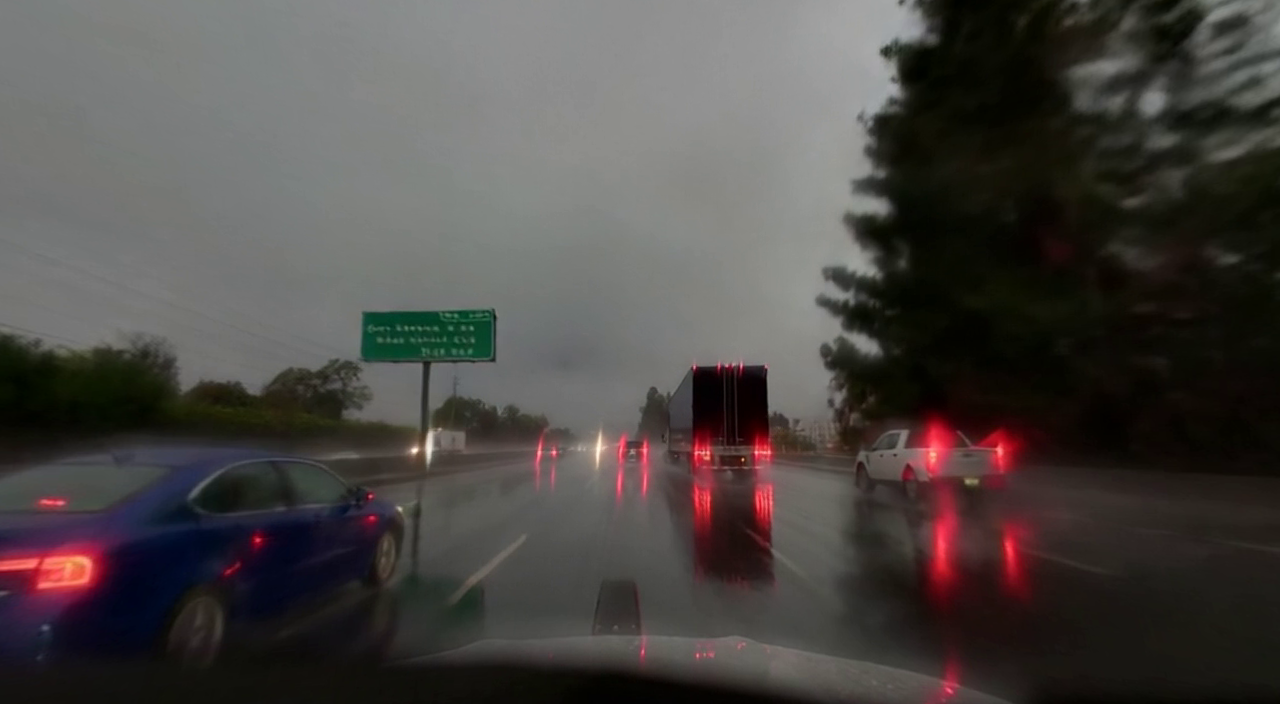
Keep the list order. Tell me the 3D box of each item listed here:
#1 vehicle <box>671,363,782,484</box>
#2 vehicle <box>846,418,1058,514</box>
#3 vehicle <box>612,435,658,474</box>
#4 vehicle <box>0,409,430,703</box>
[{"bbox_3d":[3.282,3.568,28.991,2.876,4.086,15.117,0,-9,0],"label":"vehicle"},{"bbox_3d":[6.834,2.594,14.793,2.106,1.795,5.489,0,-9,0],"label":"vehicle"},{"bbox_3d":[-0.279,5.263,32.535,2.203,1.805,4.358,0,-9,-1],"label":"vehicle"},{"bbox_3d":[-3.109,1.222,4.167,1.864,1.406,4.544,0,-9,0],"label":"vehicle"}]
